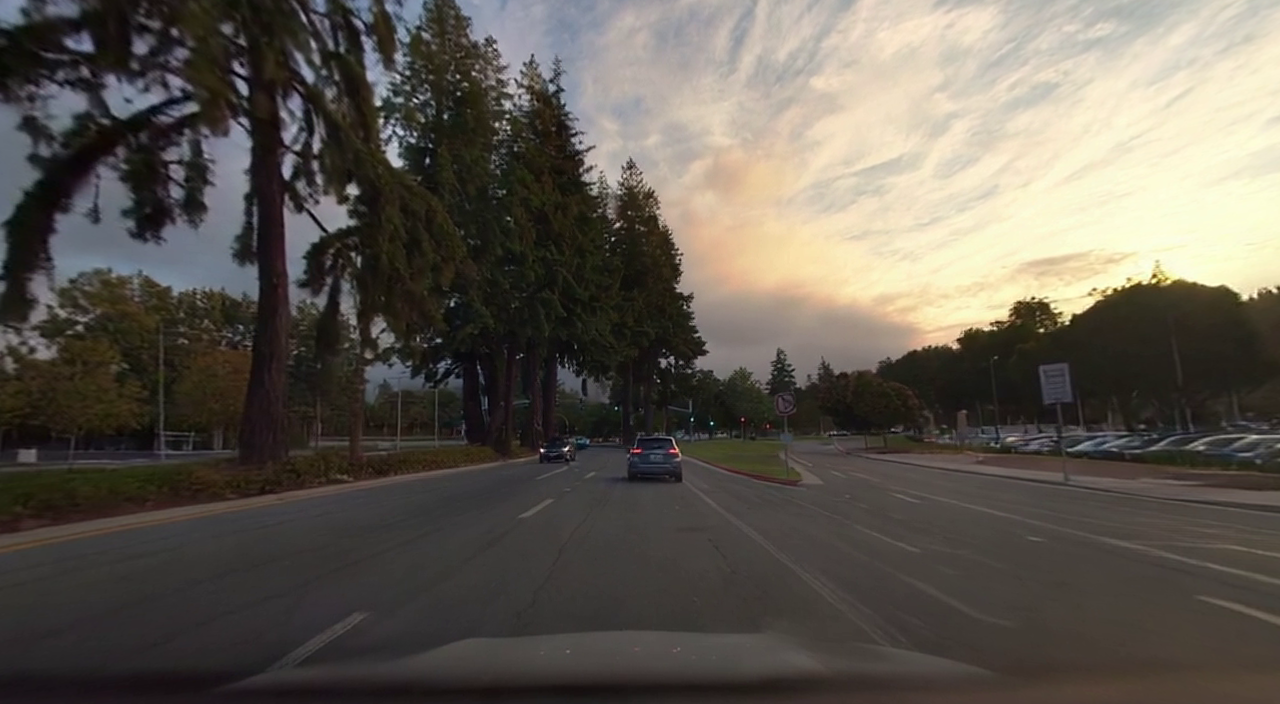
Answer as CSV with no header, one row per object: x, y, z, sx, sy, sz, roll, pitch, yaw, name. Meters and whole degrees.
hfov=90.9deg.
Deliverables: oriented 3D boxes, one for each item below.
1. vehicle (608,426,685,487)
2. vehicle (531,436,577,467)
0.151,3.211,19.554,2.135,1.691,3.884,0,-9,-1,vehicle
-4.528,5.339,33.804,1.950,1.563,3.727,0,-9,0,vehicle
